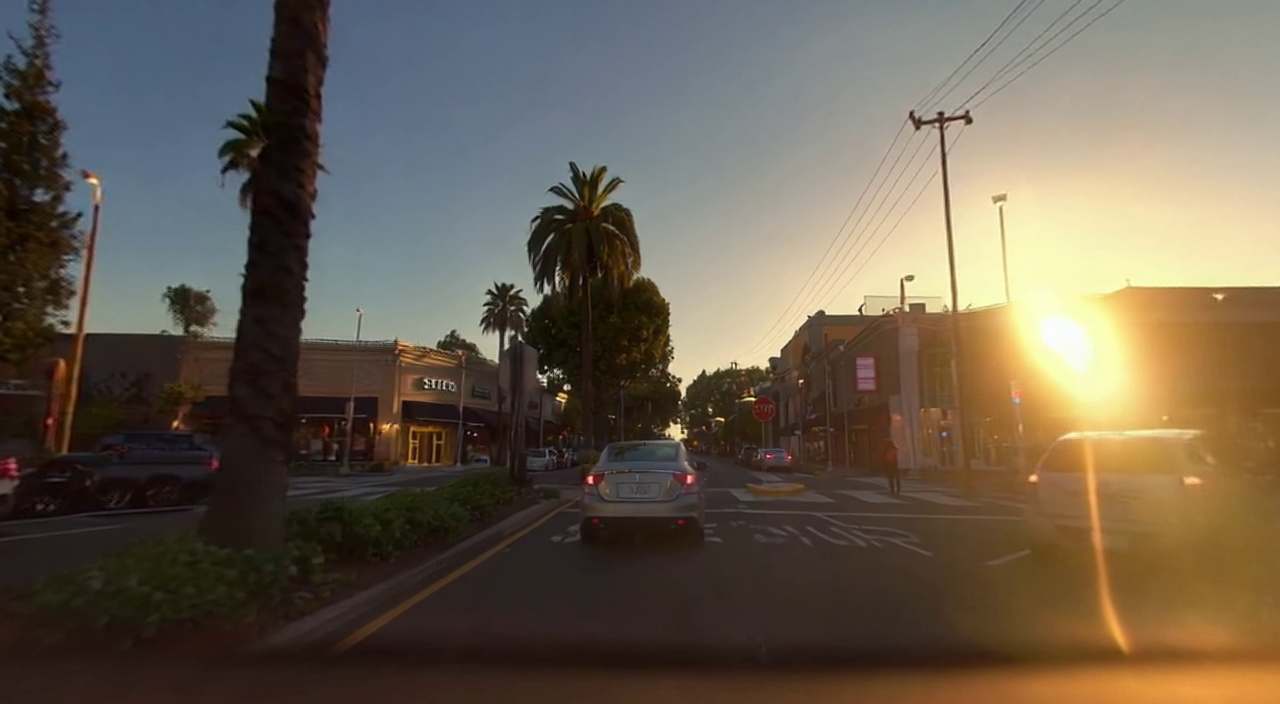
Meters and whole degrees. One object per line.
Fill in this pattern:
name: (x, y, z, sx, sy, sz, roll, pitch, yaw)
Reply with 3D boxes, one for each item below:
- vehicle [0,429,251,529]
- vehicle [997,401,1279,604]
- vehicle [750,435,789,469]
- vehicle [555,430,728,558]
vehicle: (-10.724, 2.500, 12.907, 2.089, 1.731, 4.223, -9, -12, 44)
vehicle: (6.161, 1.584, 7.552, 4.623, 1.650, 1.937, 8, -12, -43)
vehicle: (9.769, 7.506, 47.690, 2.467, 2.369, 1.577, 4, -9, -37)
vehicle: (0.146, 1.975, 9.471, 2.031, 1.479, 3.969, -1, -9, 4)
